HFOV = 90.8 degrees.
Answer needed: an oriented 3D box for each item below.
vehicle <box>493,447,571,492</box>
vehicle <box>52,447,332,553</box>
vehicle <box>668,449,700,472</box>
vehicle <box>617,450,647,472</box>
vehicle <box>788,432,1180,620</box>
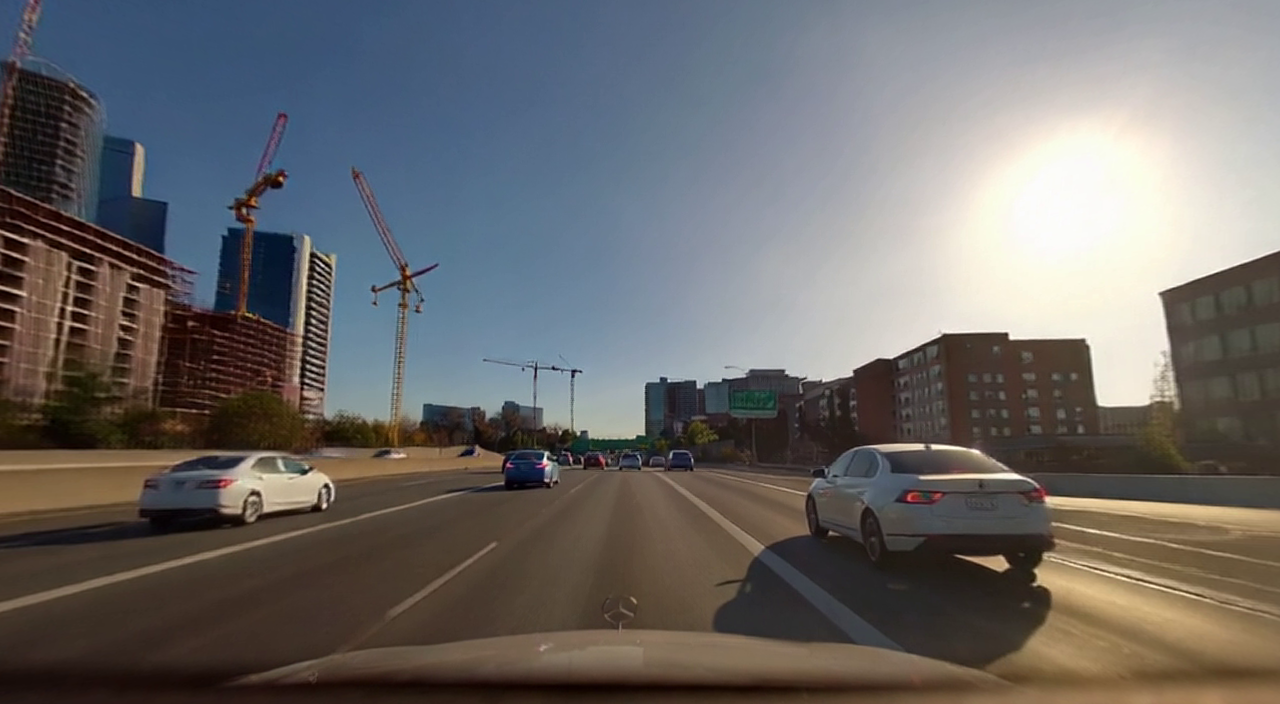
[{"bbox_3d":[-3.984,4.402,24.079,2.136,1.512,4.488,0,-9,1],"label":"vehicle"},{"bbox_3d":[-7.606,2.494,11.413,1.951,1.528,4.209,0,-9,0],"label":"vehicle"},{"bbox_3d":[3.263,8.181,47.855,1.978,1.602,4.092,0,-9,-2],"label":"vehicle"},{"bbox_3d":[-0.586,7.776,45.118,2.019,1.472,3.971,0,-9,-1],"label":"vehicle"},{"bbox_3d":[3.328,1.749,7.416,1.995,1.486,4.463,0,-9,-1],"label":"vehicle"}]
